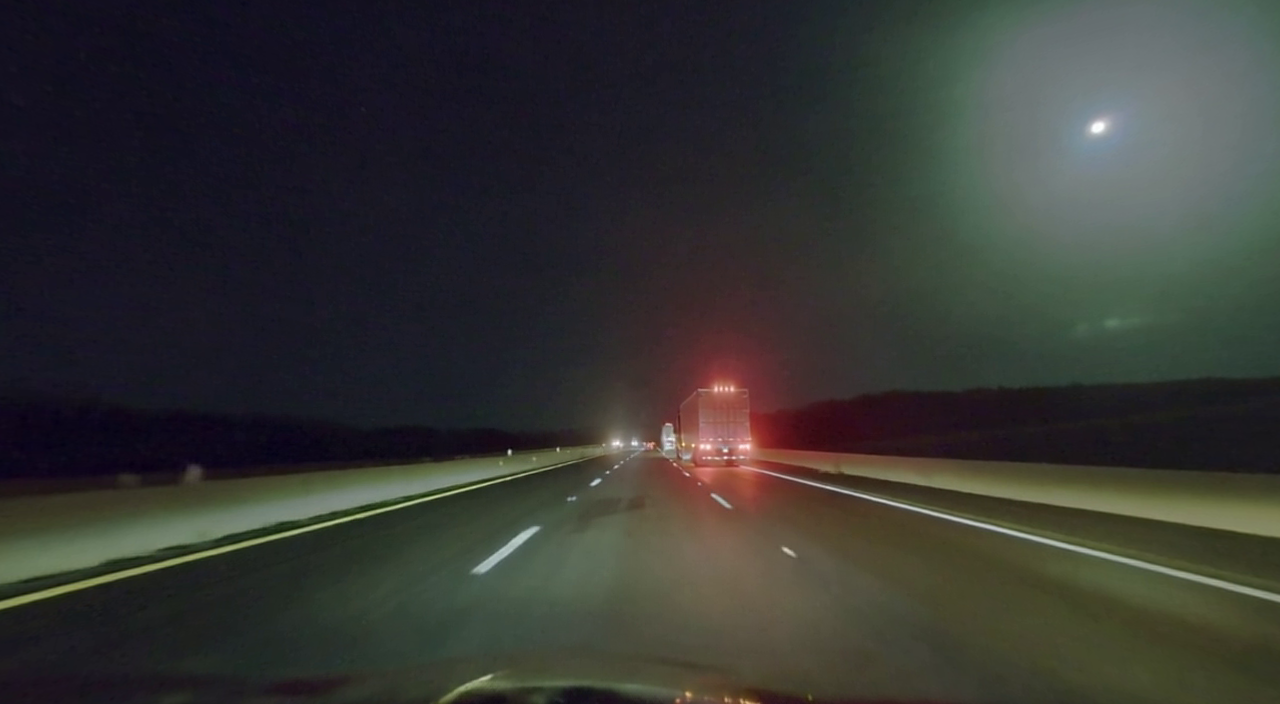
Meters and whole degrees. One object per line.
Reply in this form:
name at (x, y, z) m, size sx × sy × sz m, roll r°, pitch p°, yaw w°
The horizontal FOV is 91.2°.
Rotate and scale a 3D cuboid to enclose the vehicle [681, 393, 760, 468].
vehicle at (4.767, 5.242, 40.719) m, size 3.485 × 3.975 × 14.489 m, roll 0°, pitch -8°, yaw 1°
